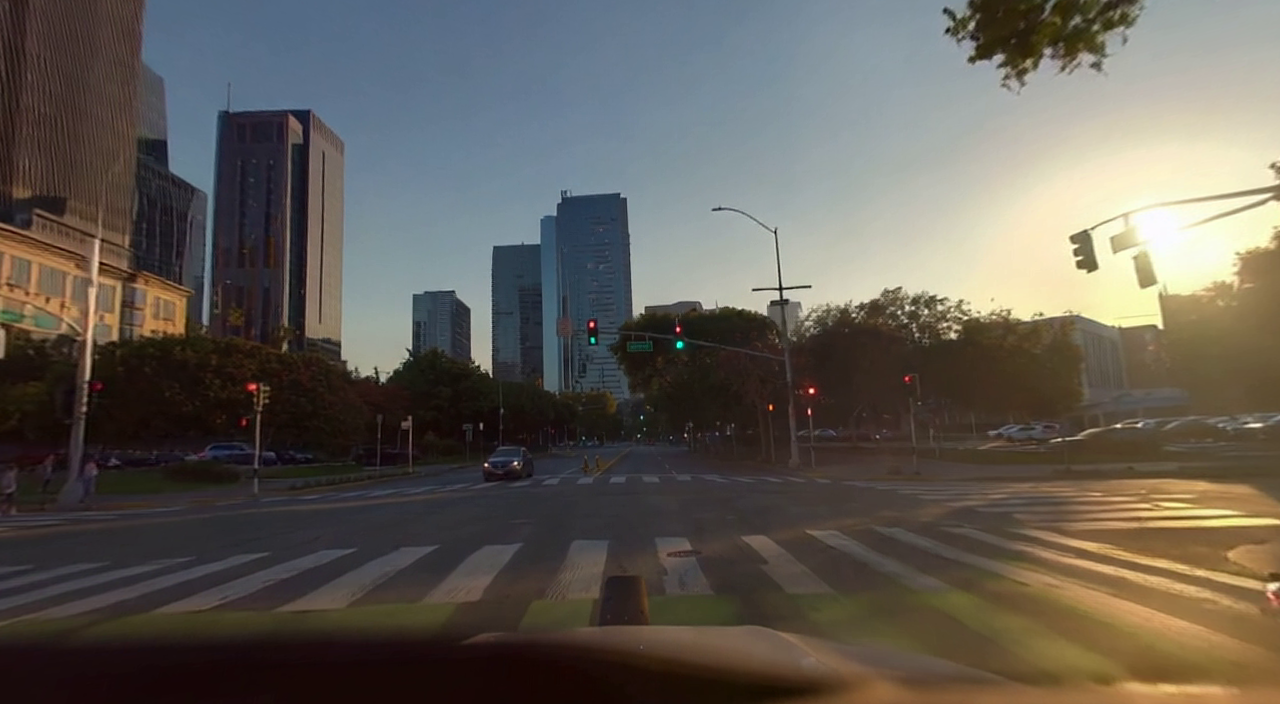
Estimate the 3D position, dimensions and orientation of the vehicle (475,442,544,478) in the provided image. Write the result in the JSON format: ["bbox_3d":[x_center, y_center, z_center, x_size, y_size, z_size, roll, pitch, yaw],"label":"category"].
[{"bbox_3d":[-5.816,4.879,28.732,2.127,1.473,4.428,0,-8,1],"label":"vehicle"}]
